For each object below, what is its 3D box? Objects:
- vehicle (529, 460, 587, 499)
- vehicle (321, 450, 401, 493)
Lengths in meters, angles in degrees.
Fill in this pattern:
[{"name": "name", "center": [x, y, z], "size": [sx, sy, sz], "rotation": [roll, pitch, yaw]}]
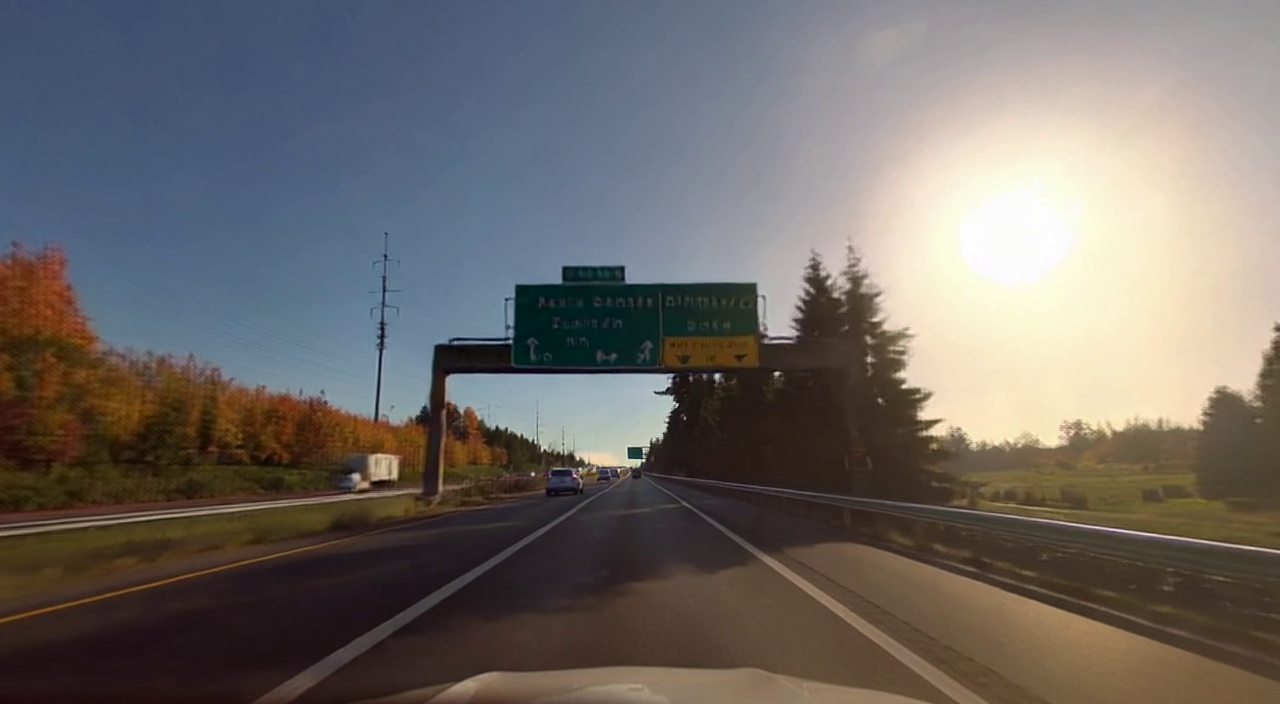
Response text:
[{"name": "vehicle", "center": [-4.247, 6.739, 33.546], "size": [2.254, 1.809, 5.839], "rotation": [1, -11, 0]}, {"name": "vehicle", "center": [-18.088, 7.839, 41.331], "size": [2.348, 2.530, 6.058], "rotation": [0, -11, 0]}]
